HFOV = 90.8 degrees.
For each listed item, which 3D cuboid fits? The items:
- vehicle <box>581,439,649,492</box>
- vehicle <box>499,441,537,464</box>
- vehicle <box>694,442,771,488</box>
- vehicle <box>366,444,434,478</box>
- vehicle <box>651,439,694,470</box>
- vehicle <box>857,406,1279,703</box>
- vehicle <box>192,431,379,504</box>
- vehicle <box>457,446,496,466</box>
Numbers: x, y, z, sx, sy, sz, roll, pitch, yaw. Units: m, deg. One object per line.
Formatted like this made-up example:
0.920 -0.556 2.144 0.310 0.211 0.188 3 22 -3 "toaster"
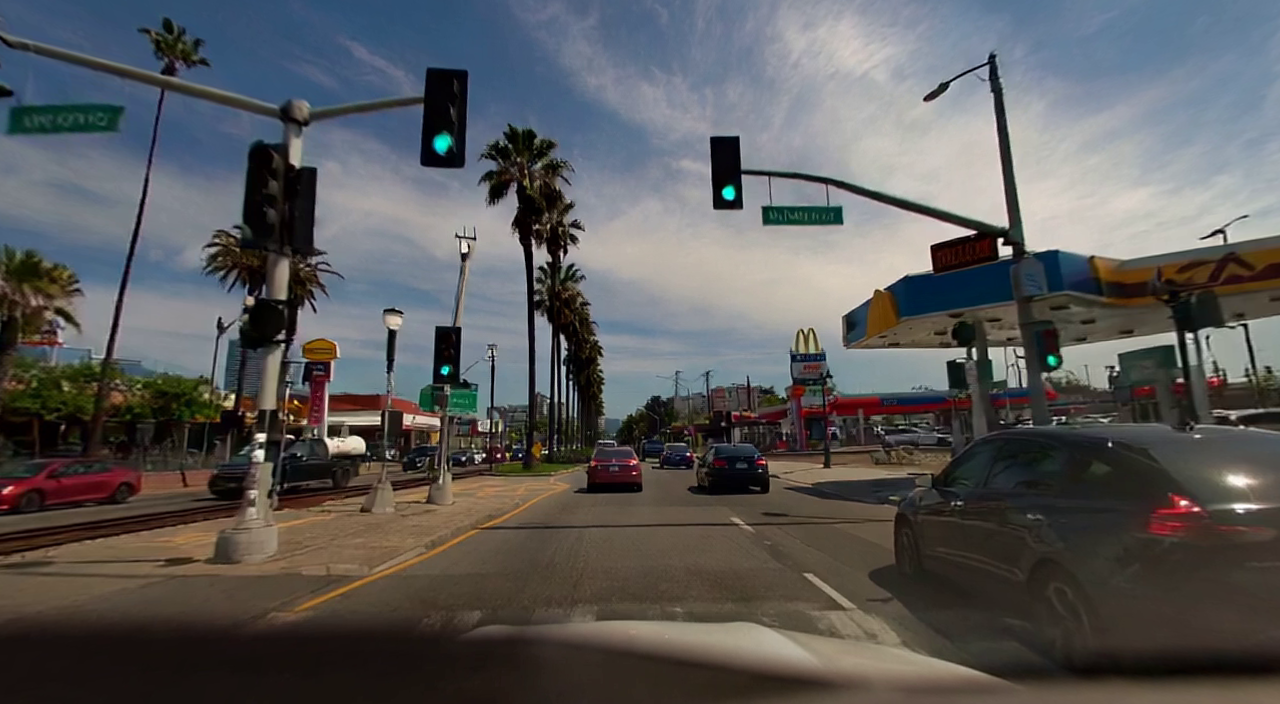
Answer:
-0.834 3.702 20.916 2.021 1.550 4.090 0 -9 -2 "vehicle"
-9.471 7.821 49.397 1.980 1.719 4.963 0 -9 1 "vehicle"
3.139 3.928 22.356 1.889 1.448 4.262 0 -9 -3 "vehicle"
-12.997 5.910 34.540 2.006 1.737 4.537 0 -9 -1 "vehicle"
1.979 6.510 40.423 2.299 1.803 5.434 0 -9 -2 "vehicle"
3.364 1.263 4.560 1.987 1.474 4.198 0 -9 -2 "vehicle"
-10.384 3.431 19.252 2.252 1.871 5.727 0 -9 2 "vehicle"
-12.881 8.178 49.987 1.908 1.506 4.397 0 -9 0 "vehicle"
